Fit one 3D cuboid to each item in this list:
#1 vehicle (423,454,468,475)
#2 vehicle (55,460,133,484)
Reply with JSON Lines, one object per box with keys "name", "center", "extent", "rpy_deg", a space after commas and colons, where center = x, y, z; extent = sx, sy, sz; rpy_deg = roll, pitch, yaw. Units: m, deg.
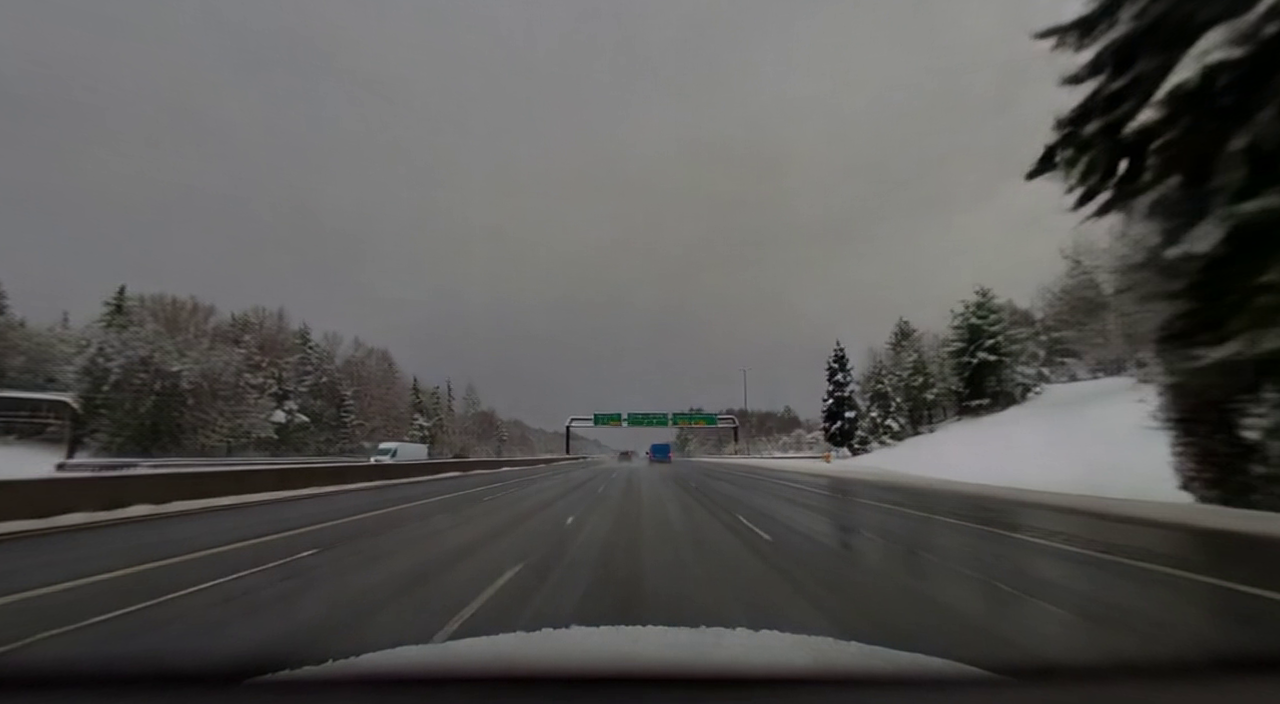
{"name": "vehicle", "center": [-15.016, 8.691, 48.911], "extent": [1.903, 1.486, 4.666], "rpy_deg": [0, -9, 1]}
{"name": "vehicle", "center": [-34.884, 7.673, 40.394], "extent": [1.713, 1.418, 3.632], "rpy_deg": [0, -9, 0]}
